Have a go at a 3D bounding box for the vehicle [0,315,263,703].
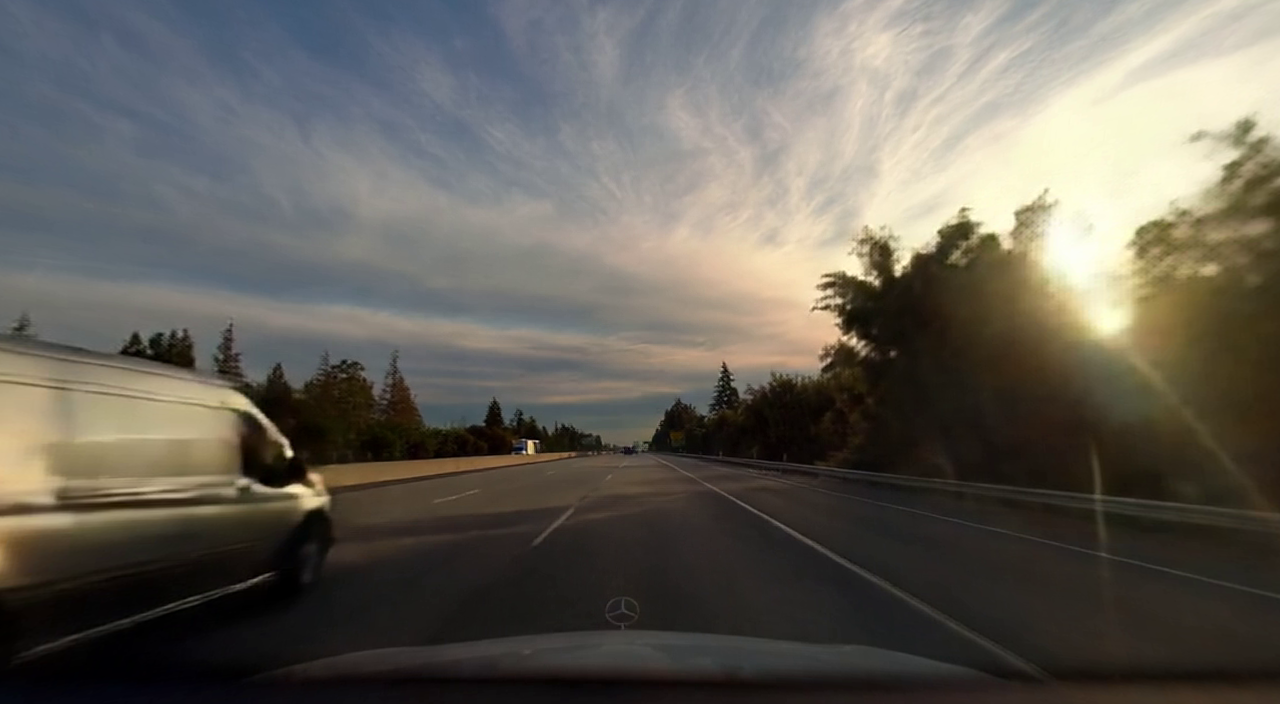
[{"bbox_3d":[-3.949,0.698,1.817,2.349,1.973,5.419,0,-9,0],"label":"vehicle"}]
